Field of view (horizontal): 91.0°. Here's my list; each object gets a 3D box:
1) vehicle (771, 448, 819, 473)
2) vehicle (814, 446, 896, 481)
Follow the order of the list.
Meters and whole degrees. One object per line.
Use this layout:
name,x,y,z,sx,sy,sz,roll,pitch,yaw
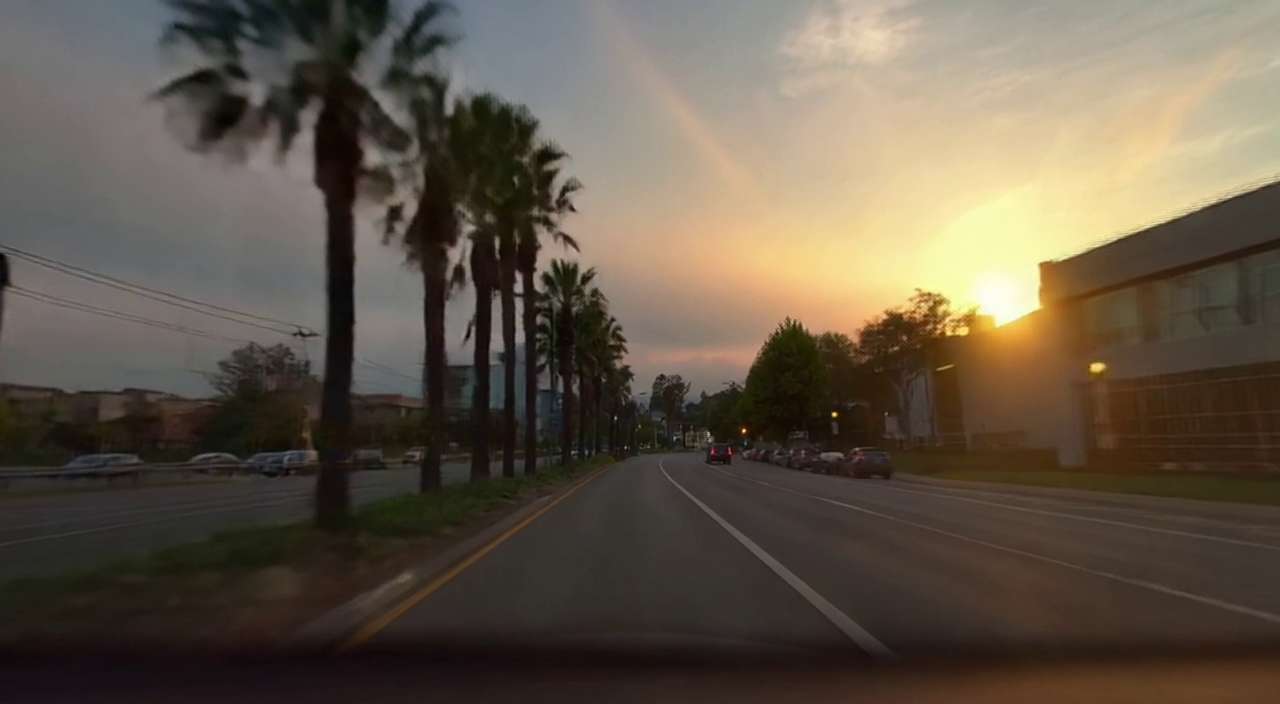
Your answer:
vehicle,10.055,7.048,41.109,1.875,1.491,4.780,0,-9,0
vehicle,10.235,5.336,30.360,2.086,1.545,4.645,1,-9,-3
